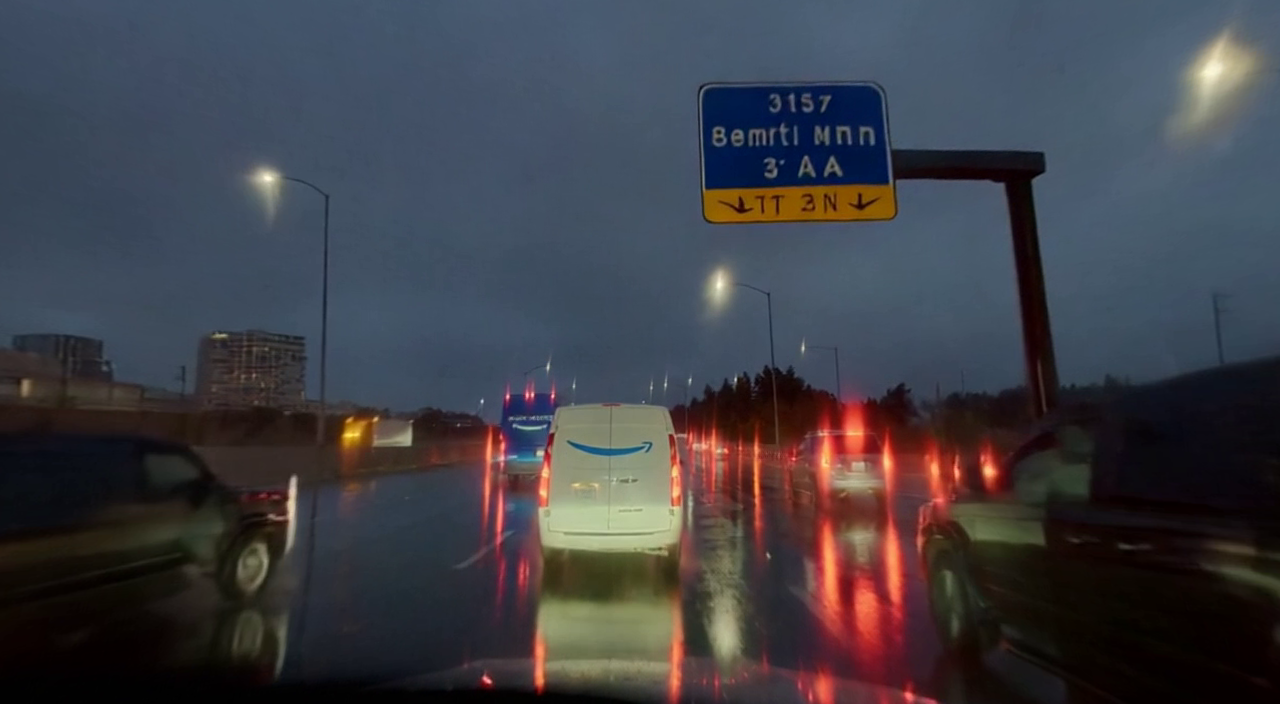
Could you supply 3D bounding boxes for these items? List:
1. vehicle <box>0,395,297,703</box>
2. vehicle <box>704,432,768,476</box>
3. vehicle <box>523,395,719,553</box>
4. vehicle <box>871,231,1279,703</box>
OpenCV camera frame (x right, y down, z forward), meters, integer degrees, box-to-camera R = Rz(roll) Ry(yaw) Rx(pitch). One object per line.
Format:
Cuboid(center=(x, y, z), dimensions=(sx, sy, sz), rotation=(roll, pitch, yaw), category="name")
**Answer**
Cuboid(center=(-4.083, 1.003, 3.346), dimensions=(1.983, 1.496, 4.371), rotation=(0, -8, 1), category="vehicle")
Cuboid(center=(3.997, 4.344, 27.032), dimensions=(2.064, 1.720, 4.416), rotation=(0, -8, 0), category="vehicle")
Cuboid(center=(-0.222, 1.748, 9.623), dimensions=(2.287, 1.823, 4.369), rotation=(0, -8, 0), category="vehicle")
Cuboid(center=(2.984, 0.683, 2.221), dimensions=(2.341, 1.890, 5.144), rotation=(0, -8, 0), category="vehicle")
